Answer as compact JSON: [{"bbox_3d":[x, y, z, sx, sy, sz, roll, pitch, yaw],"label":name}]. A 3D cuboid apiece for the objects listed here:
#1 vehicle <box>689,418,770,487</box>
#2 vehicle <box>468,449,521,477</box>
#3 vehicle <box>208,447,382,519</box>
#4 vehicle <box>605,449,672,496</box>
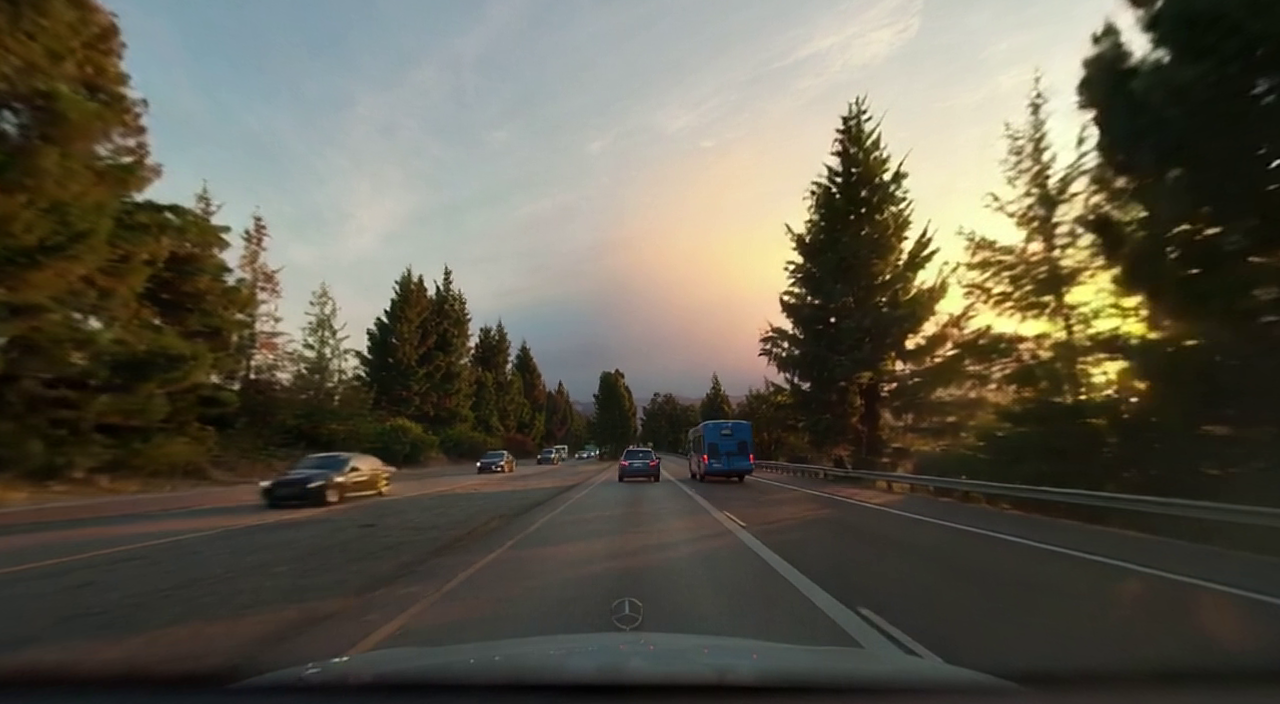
[{"bbox_3d":[3.703,4.361,27.374,2.513,2.633,5.930,0,-9,-1],"label":"vehicle"},{"bbox_3d":[-8.099,6.227,35.443,2.047,1.440,3.907,-1,-9,1],"label":"vehicle"},{"bbox_3d":[-7.341,2.790,13.894,1.719,1.342,3.683,0,-9,0],"label":"vehicle"},{"bbox_3d":[-0.053,4.013,21.308,2.037,1.417,3.885,0,-9,0],"label":"vehicle"}]
